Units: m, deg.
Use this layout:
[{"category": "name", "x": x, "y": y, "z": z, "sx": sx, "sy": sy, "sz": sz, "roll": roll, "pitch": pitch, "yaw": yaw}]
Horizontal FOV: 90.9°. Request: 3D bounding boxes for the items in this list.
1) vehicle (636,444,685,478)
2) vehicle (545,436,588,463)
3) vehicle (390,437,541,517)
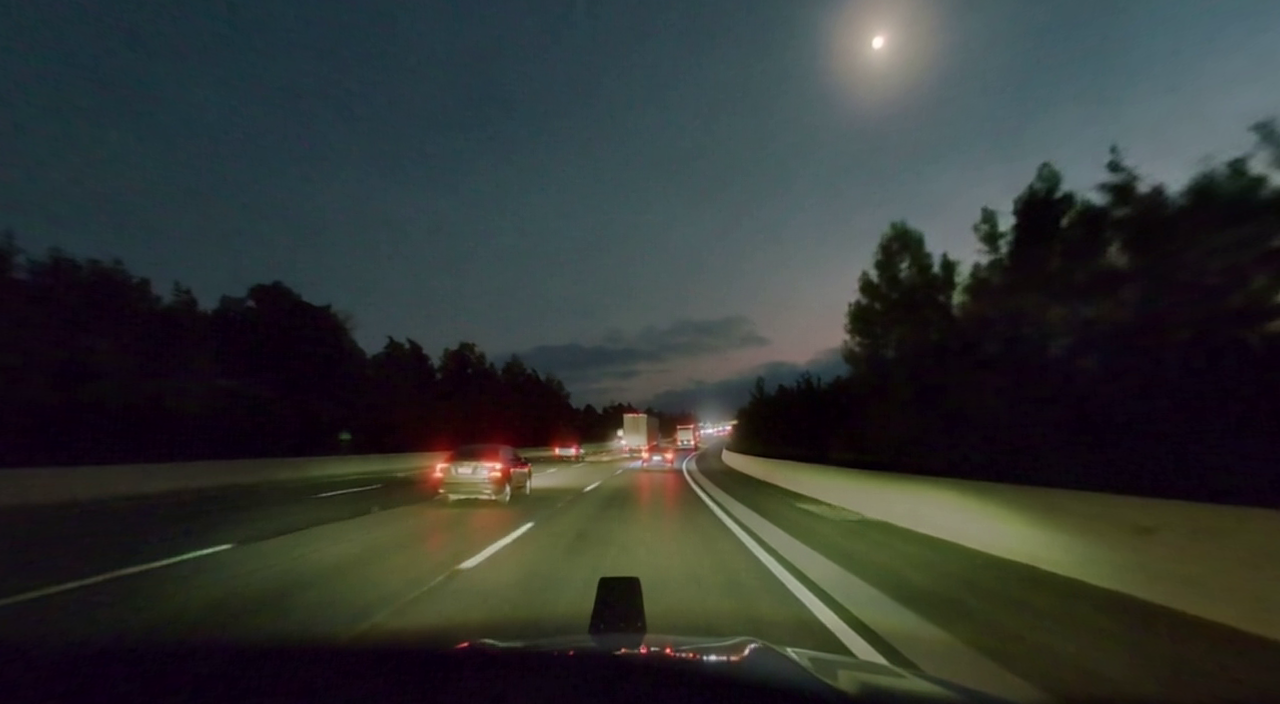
[{"category": "vehicle", "x": 0.903, "y": 4.697, "z": 27.384, "sx": 1.984, "sy": 1.365, "sz": 3.767, "roll": 0, "pitch": -9, "yaw": 2}, {"category": "vehicle", "x": -5.315, "y": 7.120, "z": 46.209, "sx": 2.142, "sy": 1.833, "sz": 4.854, "roll": -1, "pitch": -9, "yaw": 5}, {"category": "vehicle", "x": -3.656, "y": 2.697, "z": 14.207, "sx": 1.916, "sy": 1.486, "sz": 4.631, "roll": 0, "pitch": -9, "yaw": 2}]
